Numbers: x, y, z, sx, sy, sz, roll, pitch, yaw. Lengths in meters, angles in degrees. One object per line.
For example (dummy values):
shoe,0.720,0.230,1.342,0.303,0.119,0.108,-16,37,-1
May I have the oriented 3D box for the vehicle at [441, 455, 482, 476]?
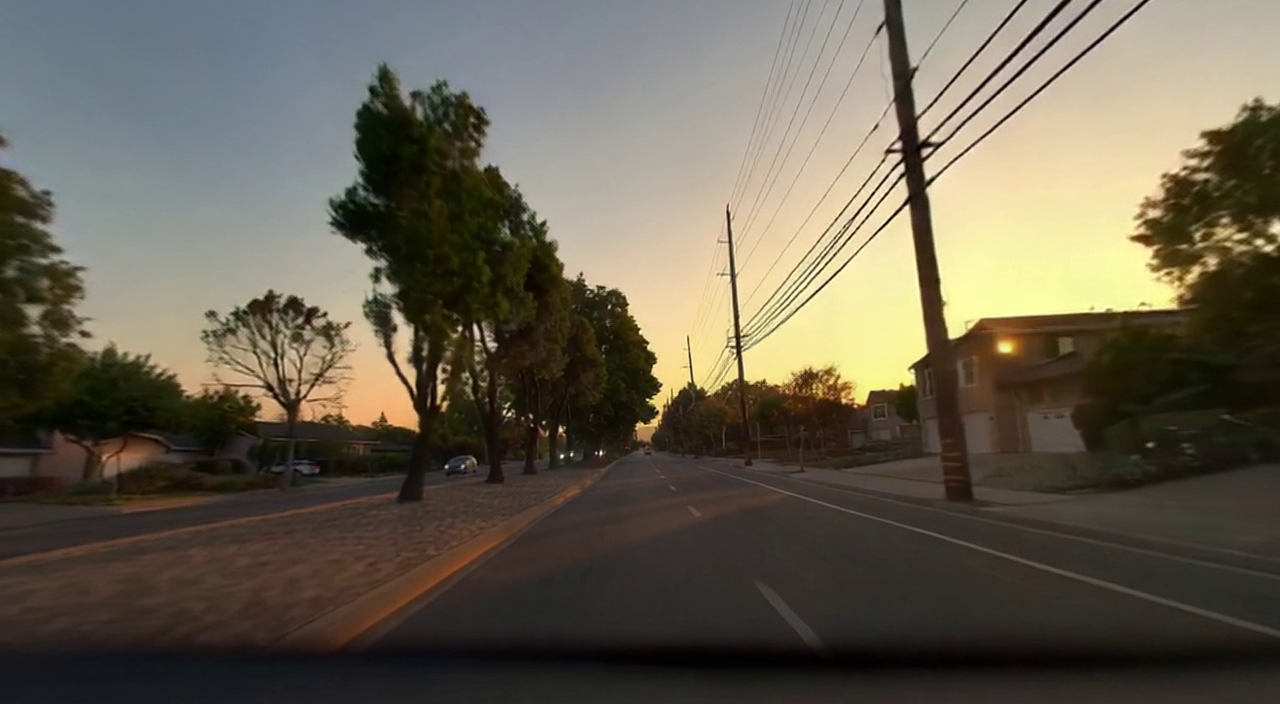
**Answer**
vehicle,-13.642,8.666,48.535,1.897,1.451,4.298,0,-9,0
